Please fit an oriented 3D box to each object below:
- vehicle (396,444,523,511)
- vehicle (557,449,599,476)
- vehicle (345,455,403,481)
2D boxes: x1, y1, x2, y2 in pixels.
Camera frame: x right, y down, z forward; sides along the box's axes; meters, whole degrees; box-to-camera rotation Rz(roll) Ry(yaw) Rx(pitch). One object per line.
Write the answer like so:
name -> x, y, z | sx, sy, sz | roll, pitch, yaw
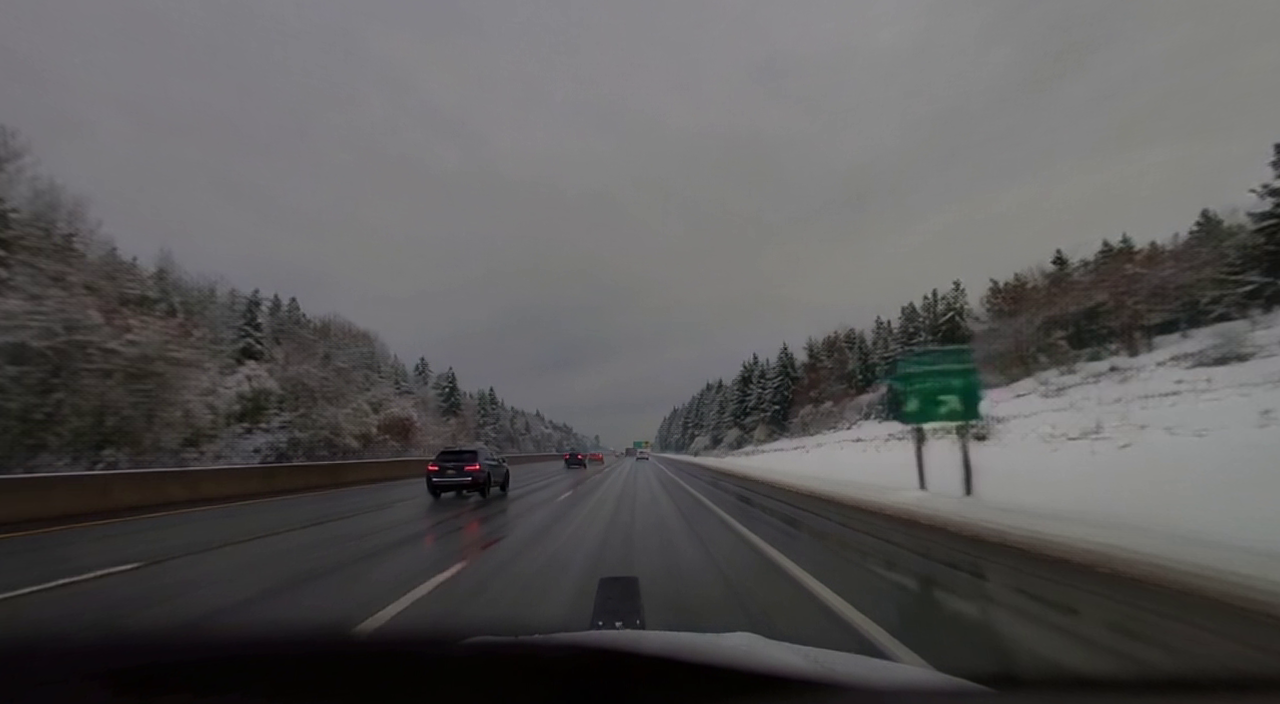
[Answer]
vehicle -> -4.526, 3.219, 16.640 | 1.975, 1.501, 4.603 | 0, -9, 0
vehicle -> -3.551, 6.413, 36.751 | 2.005, 1.474, 3.921 | 0, -9, 1
vehicle -> -17.785, 7.769, 42.395 | 1.960, 1.636, 4.304 | 0, -9, 1
